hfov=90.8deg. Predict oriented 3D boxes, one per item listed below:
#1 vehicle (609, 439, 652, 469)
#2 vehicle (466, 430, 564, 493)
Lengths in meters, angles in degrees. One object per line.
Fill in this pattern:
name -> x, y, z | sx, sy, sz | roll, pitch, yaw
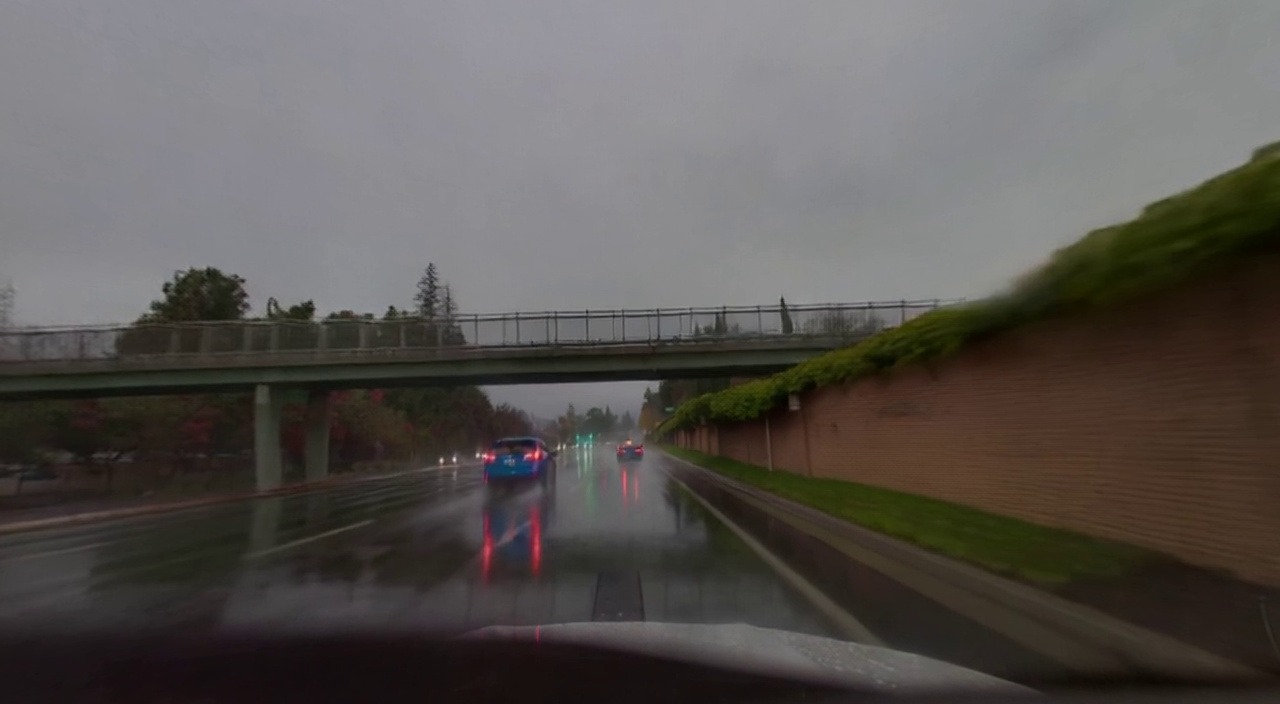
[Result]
vehicle -> -0.566, 5.628, 35.112 | 2.205, 1.509, 4.272 | 0, -8, -2
vehicle -> -3.837, 3.463, 20.382 | 2.223, 1.771, 4.581 | -1, -8, 0
